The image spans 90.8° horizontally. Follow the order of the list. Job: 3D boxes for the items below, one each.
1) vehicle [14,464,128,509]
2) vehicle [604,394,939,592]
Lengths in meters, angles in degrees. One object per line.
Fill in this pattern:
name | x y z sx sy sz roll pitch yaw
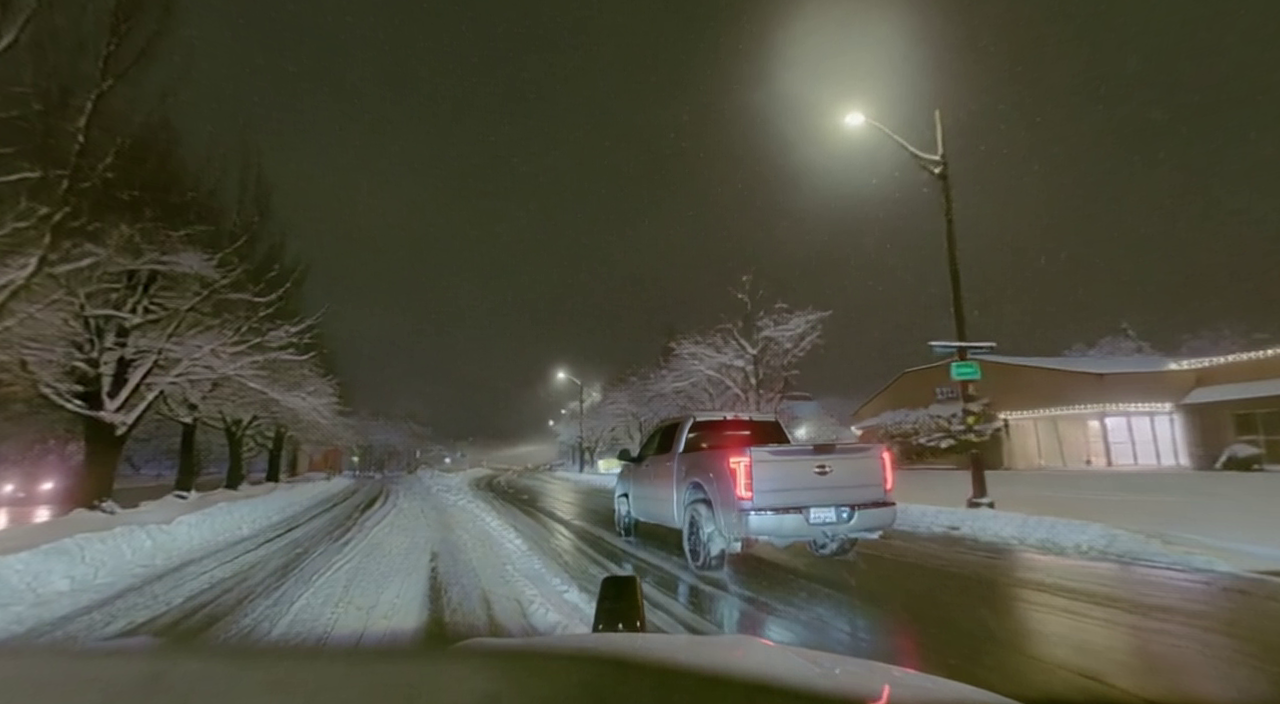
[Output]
vehicle | -25.564 6.002 28.627 2.037 1.725 4.632 3 -9 -18
vehicle | 1.270 1.830 9.280 2.402 1.922 5.677 2 -9 -16
